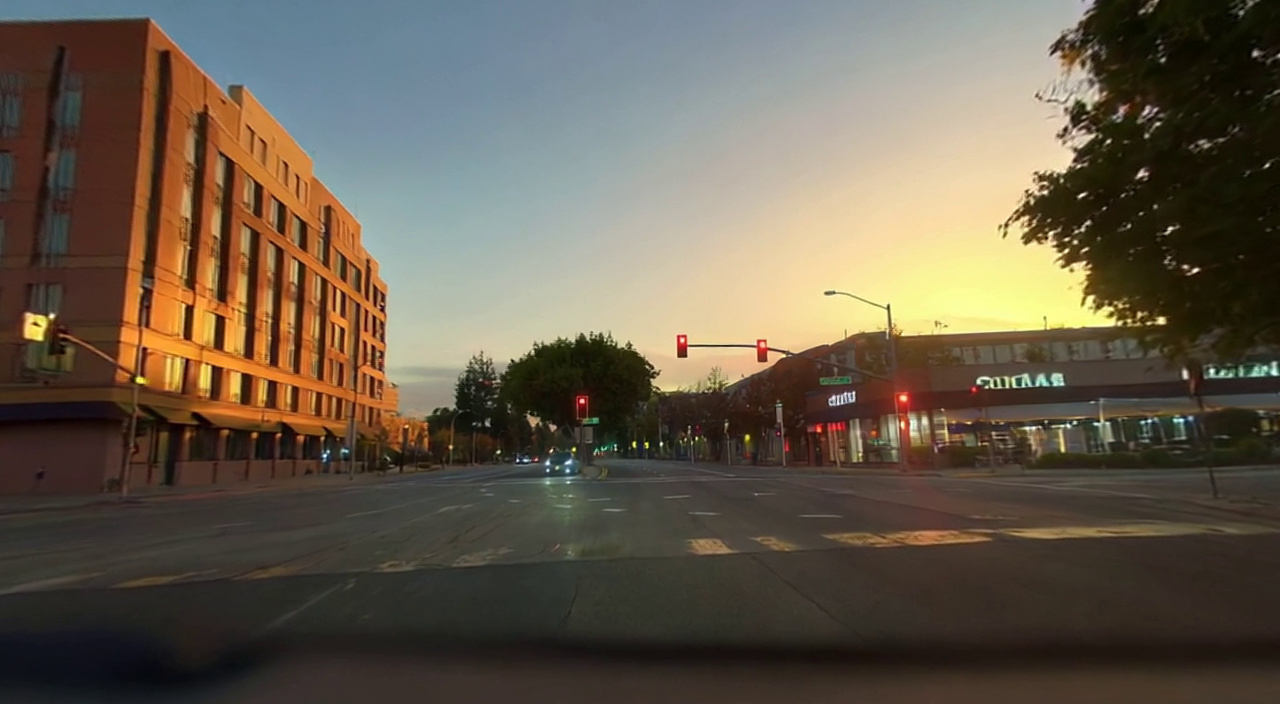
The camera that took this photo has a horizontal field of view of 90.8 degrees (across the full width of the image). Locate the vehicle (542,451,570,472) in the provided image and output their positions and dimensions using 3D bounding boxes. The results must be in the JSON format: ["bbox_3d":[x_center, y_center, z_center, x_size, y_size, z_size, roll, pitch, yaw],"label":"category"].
[{"bbox_3d":[-6.586,8.586,49.710,1.894,1.474,4.332,0,-8,-4],"label":"vehicle"}]
